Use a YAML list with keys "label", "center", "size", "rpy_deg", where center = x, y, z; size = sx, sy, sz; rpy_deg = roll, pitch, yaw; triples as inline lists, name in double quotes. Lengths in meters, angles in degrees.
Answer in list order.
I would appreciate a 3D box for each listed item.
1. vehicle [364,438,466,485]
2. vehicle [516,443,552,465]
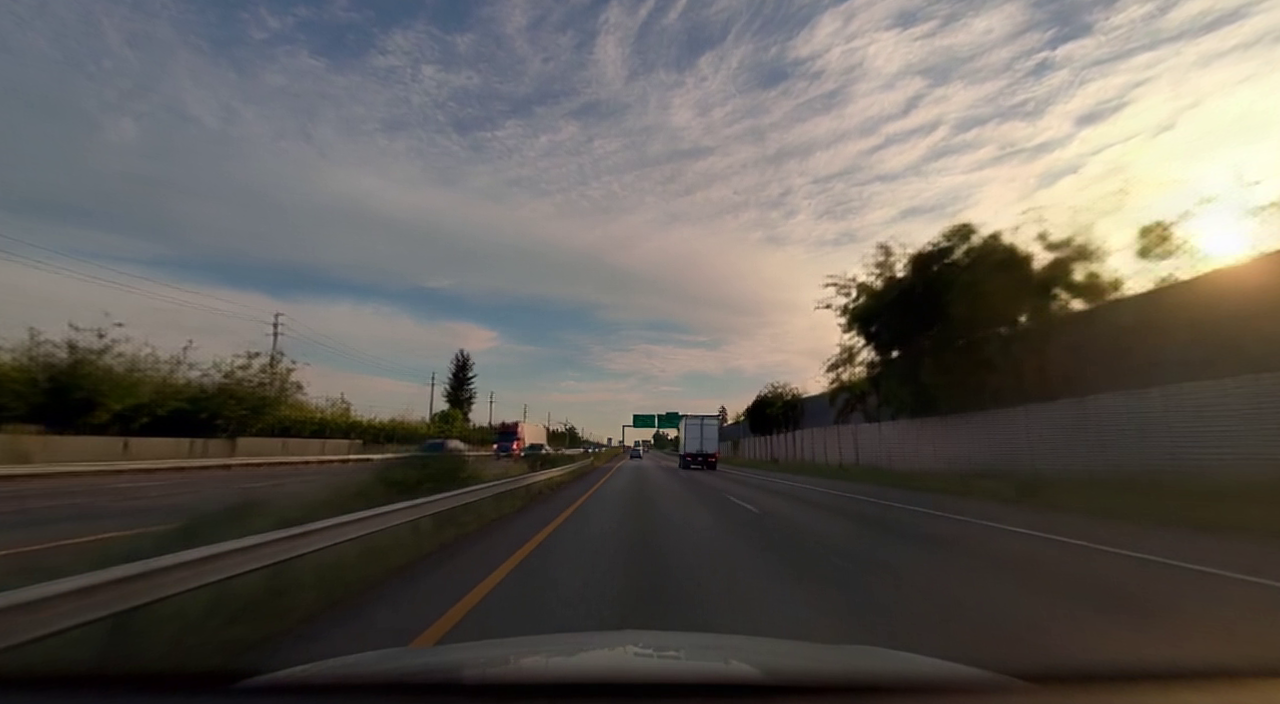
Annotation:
- label: "vehicle"
  center: [-7.906, 3.887, 22.654]
  size: [1.956, 1.490, 4.513]
  rpy_deg: [0, -9, 0]
- label: "vehicle"
  center: [-7.983, 7.713, 47.723]
  size: [1.914, 1.557, 4.081]
  rpy_deg: [0, -9, 1]
